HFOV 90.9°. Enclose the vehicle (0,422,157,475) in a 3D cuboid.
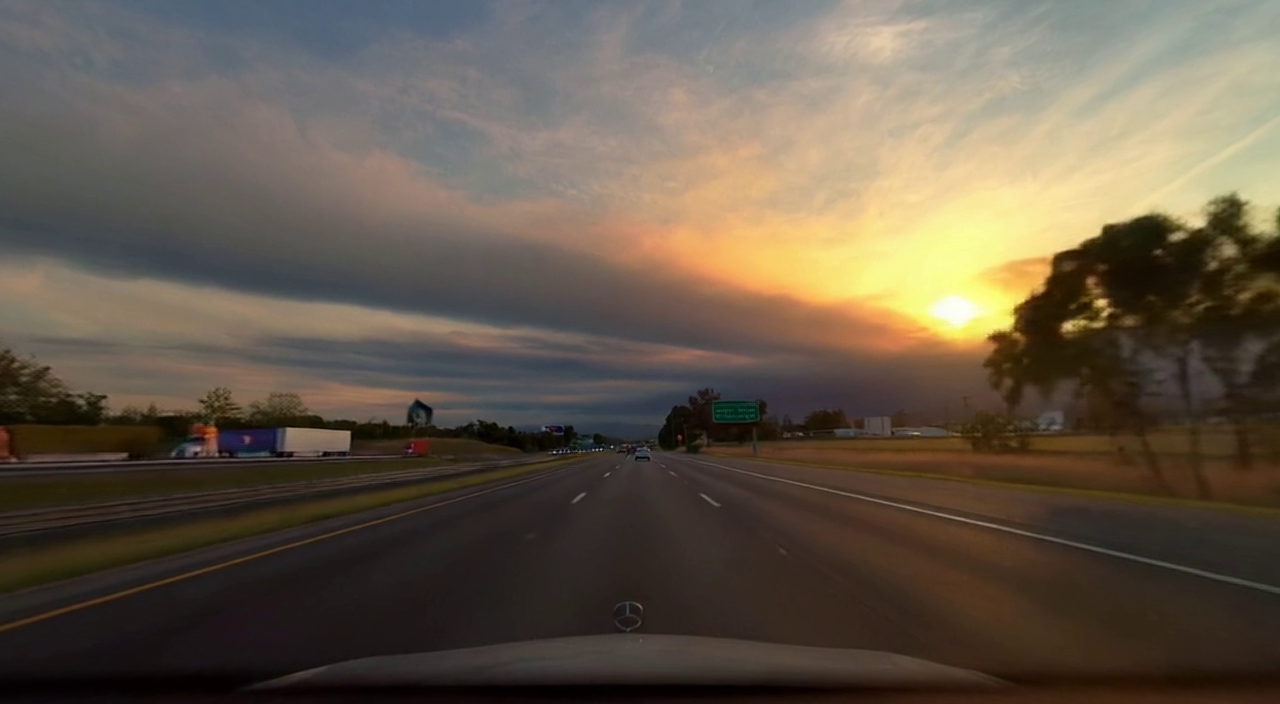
[{"bbox_3d":[-44.493,7.374,47.965,3.035,3.535,15.819,0,-9,0],"label":"vehicle"}]
